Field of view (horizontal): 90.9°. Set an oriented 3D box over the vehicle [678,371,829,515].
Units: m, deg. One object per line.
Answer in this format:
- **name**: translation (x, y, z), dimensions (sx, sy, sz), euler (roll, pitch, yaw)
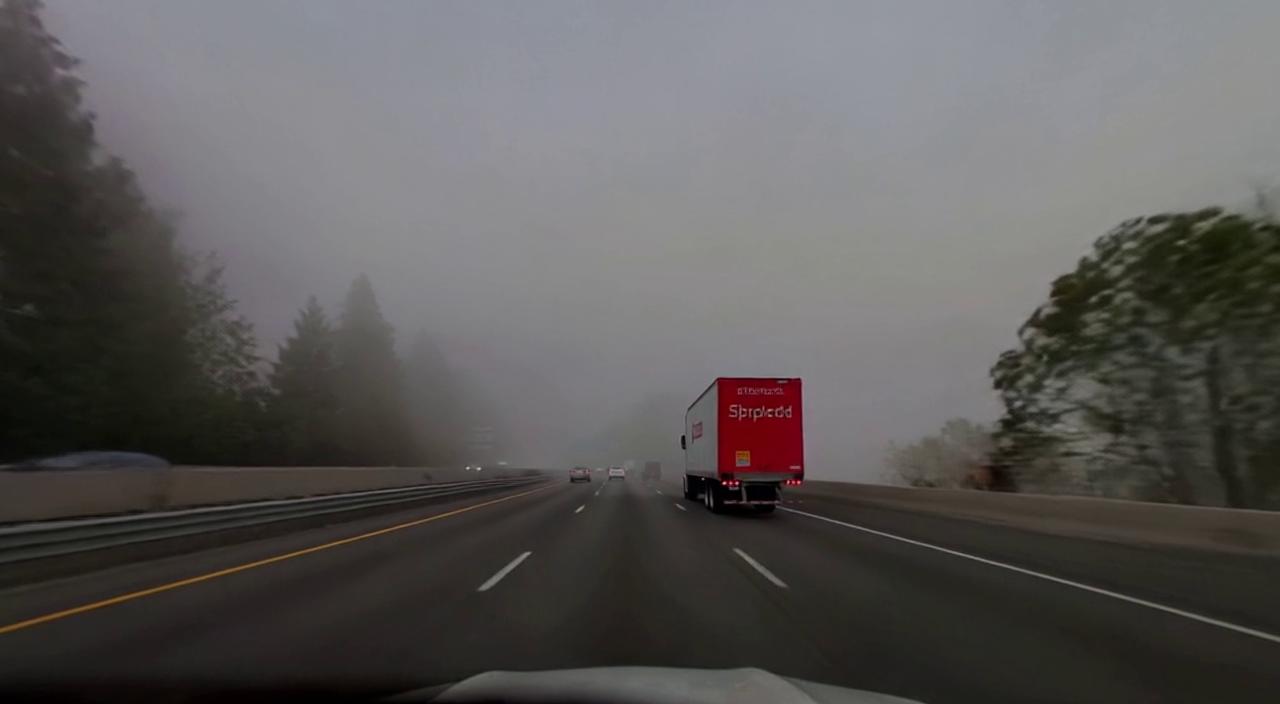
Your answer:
- **vehicle**: translation (3.843, 4.002, 26.041), dimensions (2.992, 4.300, 13.967), euler (1, -11, -3)
